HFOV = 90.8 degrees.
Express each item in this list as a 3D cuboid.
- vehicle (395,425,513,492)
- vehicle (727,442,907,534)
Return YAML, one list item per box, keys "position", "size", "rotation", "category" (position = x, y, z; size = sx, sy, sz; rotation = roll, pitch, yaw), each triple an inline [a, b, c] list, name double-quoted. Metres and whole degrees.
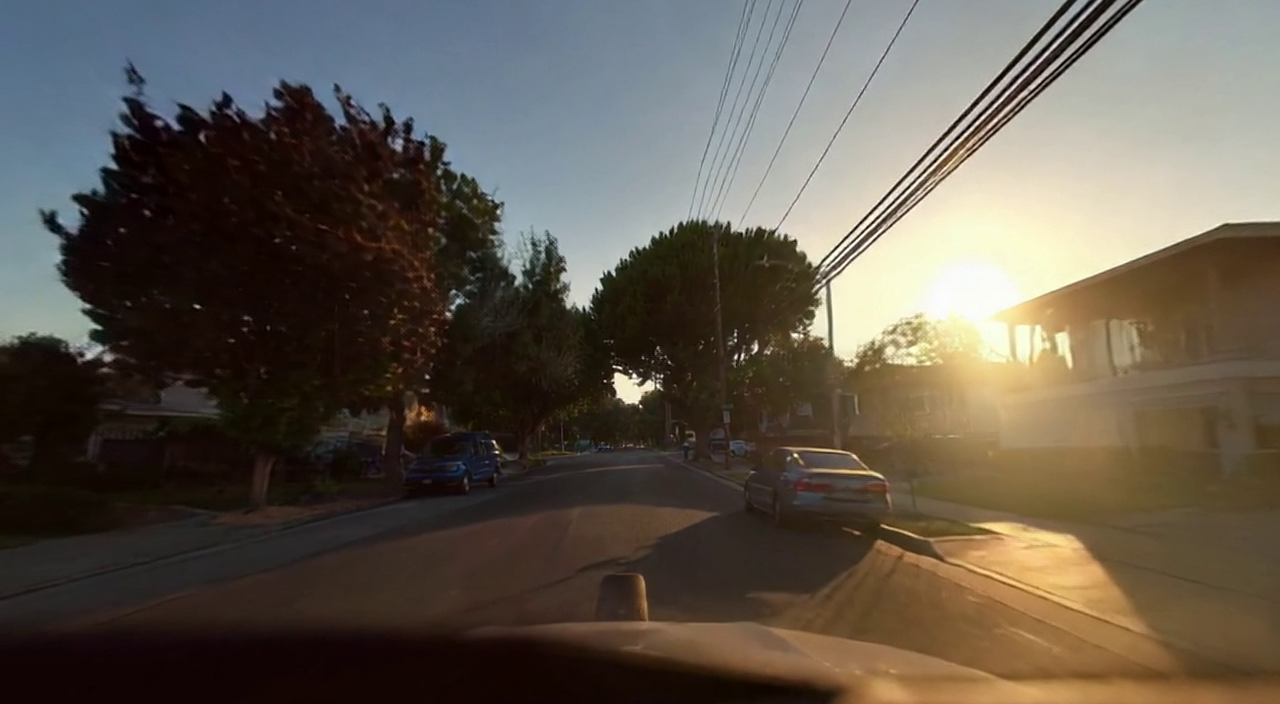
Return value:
- position: [-5.963, 3.516, 21.075]
  size: [2.263, 1.915, 5.071]
  rotation: [-1, -9, 2]
  category: "vehicle"
- position: [3.133, 2.498, 12.351]
  size: [1.944, 1.439, 4.500]
  rotation: [1, -8, -4]
  category: "vehicle"
